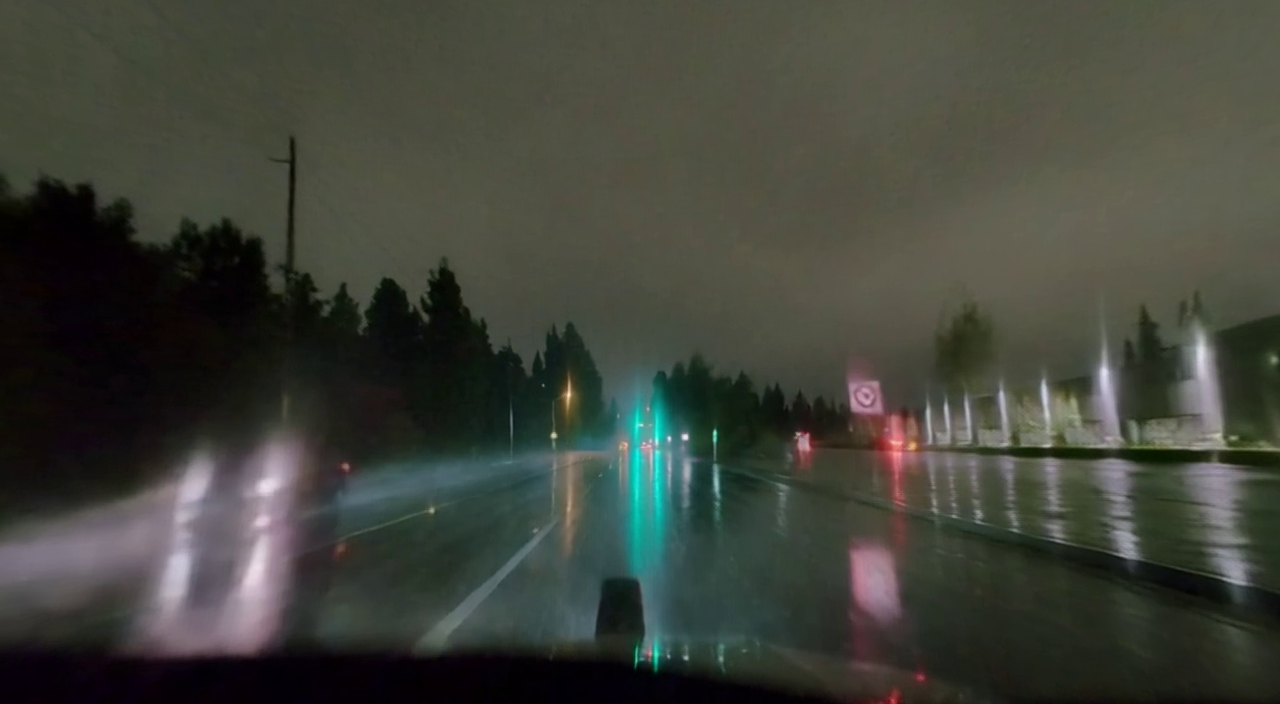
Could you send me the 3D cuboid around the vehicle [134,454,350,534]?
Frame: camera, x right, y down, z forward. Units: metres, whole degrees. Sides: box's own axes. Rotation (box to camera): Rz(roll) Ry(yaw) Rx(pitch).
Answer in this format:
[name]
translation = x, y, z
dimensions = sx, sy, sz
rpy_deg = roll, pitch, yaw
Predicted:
[vehicle]
translation = -8.893, 3.162, 14.772
dimensions = 2.011, 1.482, 4.671
rpy_deg = 0, -8, 0
